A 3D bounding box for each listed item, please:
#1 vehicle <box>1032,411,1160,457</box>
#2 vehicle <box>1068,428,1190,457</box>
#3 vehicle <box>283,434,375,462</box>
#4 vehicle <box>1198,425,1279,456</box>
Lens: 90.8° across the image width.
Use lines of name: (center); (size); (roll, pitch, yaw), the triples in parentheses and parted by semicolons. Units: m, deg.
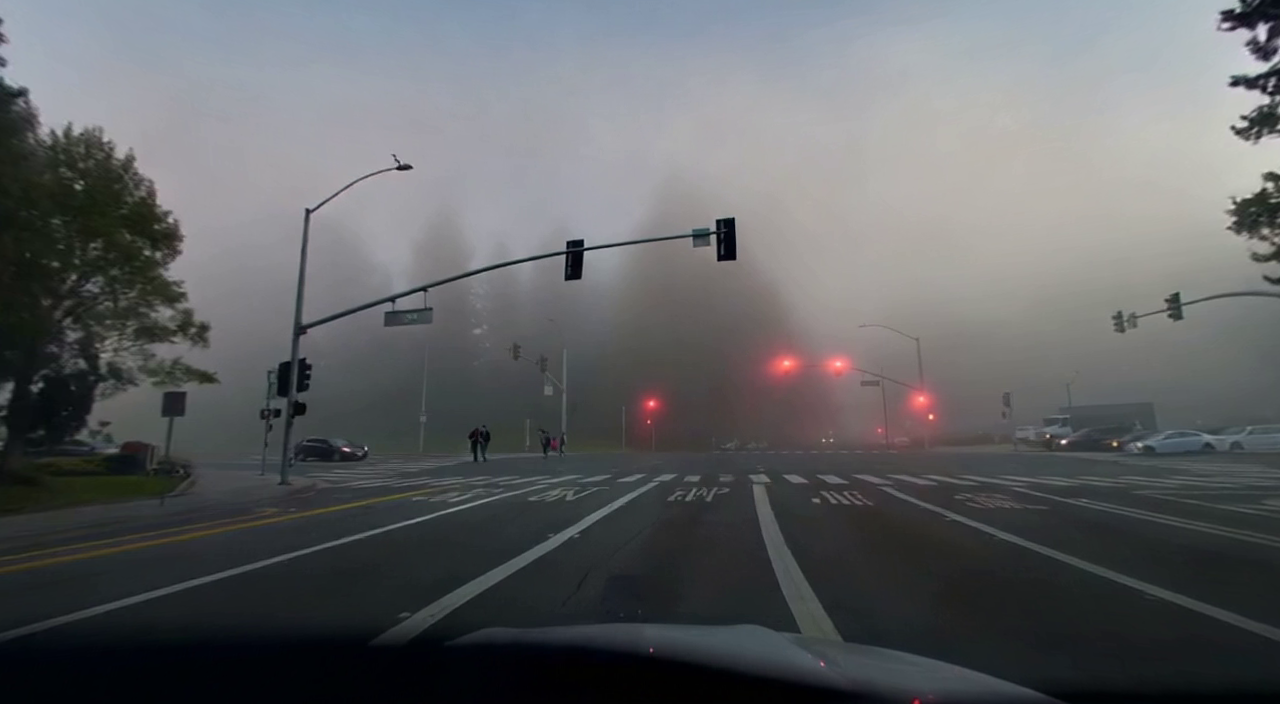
vehicle: (28.634, 5.219, 39.950); (5.855, 2.746, 2.523); (-2, -9, 12)
vehicle: (26.117, 4.857, 33.903); (4.740, 1.464, 1.876); (-2, -9, 11)
vehicle: (-17.178, 5.328, 34.931); (4.265, 1.493, 1.871); (-2, -9, 13)
vehicle: (36.954, 5.302, 37.751); (4.896, 1.729, 1.952); (-2, -9, 12)
